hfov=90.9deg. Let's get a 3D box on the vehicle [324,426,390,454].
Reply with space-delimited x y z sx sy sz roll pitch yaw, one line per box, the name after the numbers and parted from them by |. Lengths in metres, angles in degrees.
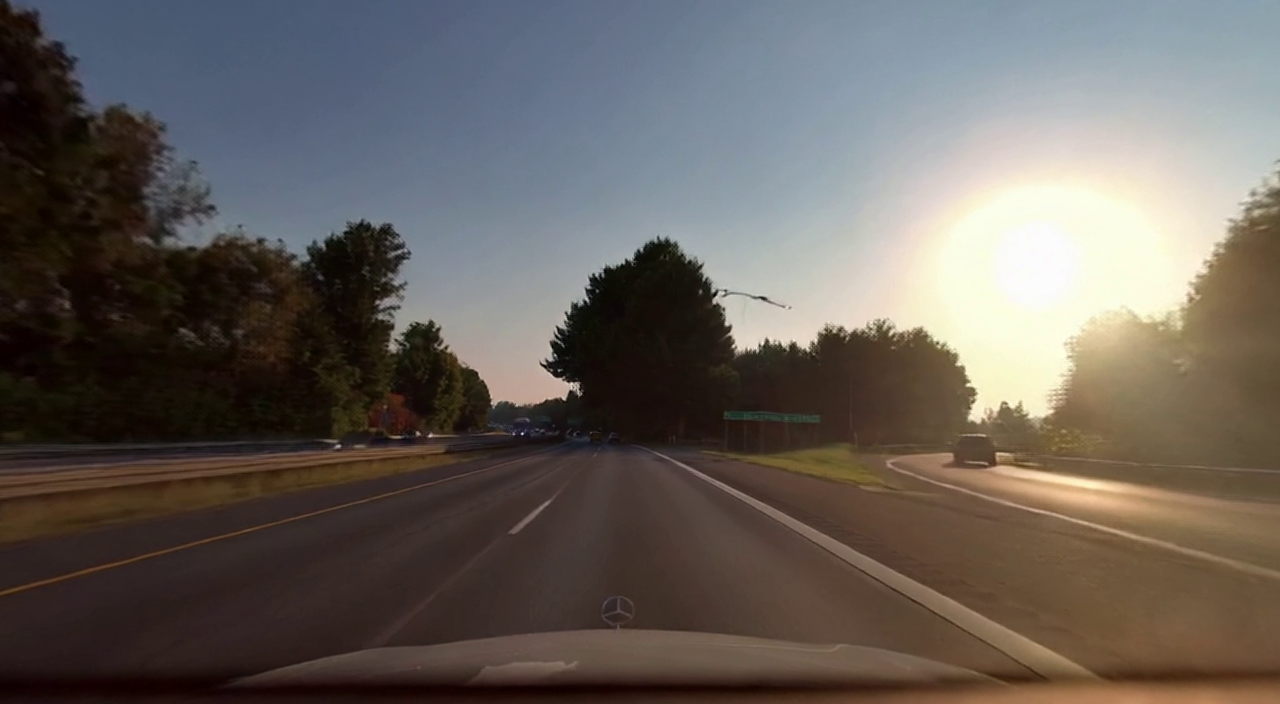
-16.994 5.296 38.171 1.909 1.545 4.791 0 -7 -2 | vehicle
